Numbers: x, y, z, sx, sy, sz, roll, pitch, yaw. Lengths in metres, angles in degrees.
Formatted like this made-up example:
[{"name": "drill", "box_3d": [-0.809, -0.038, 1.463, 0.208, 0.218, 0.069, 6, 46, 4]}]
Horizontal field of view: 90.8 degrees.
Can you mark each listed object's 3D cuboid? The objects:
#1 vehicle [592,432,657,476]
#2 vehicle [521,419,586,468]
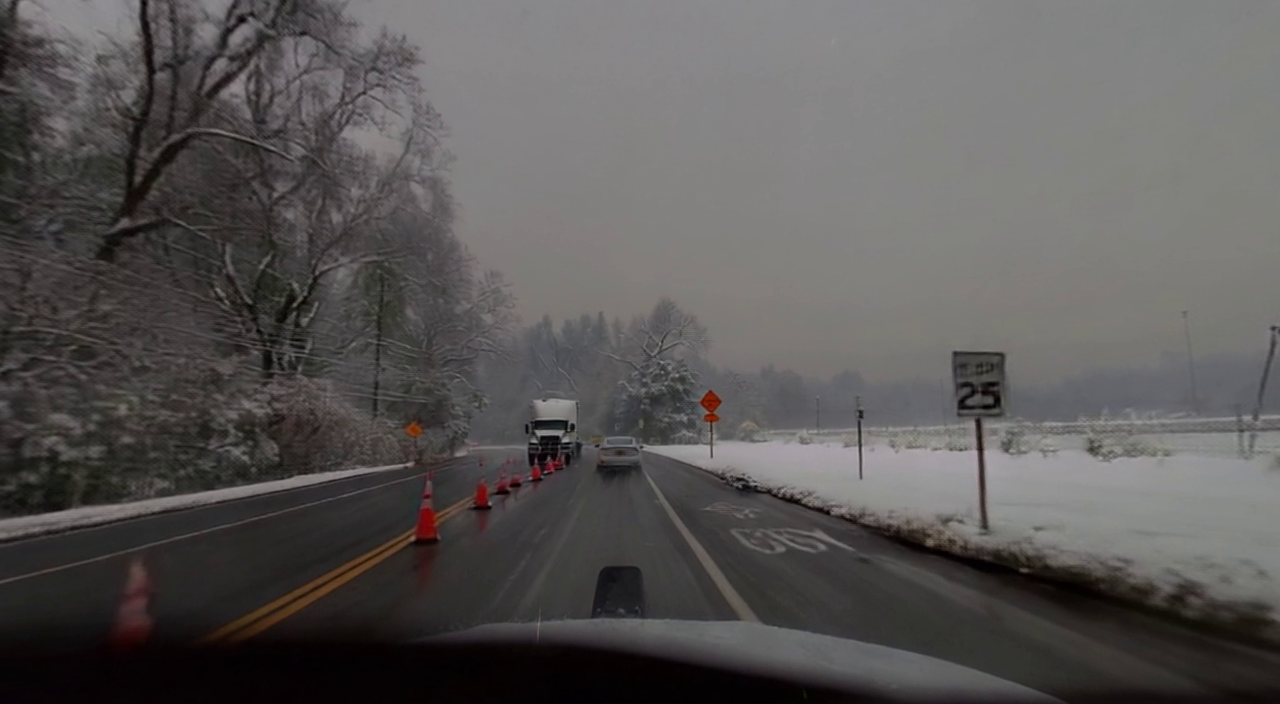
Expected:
[{"name": "vehicle", "box_3d": [-0.598, 3.783, 23.649, 2.186, 1.463, 4.356, 0, -8, -2]}, {"name": "vehicle", "box_3d": [-3.976, 4.290, 29.696, 2.671, 2.053, 6.074, 1, -8, -6]}]
